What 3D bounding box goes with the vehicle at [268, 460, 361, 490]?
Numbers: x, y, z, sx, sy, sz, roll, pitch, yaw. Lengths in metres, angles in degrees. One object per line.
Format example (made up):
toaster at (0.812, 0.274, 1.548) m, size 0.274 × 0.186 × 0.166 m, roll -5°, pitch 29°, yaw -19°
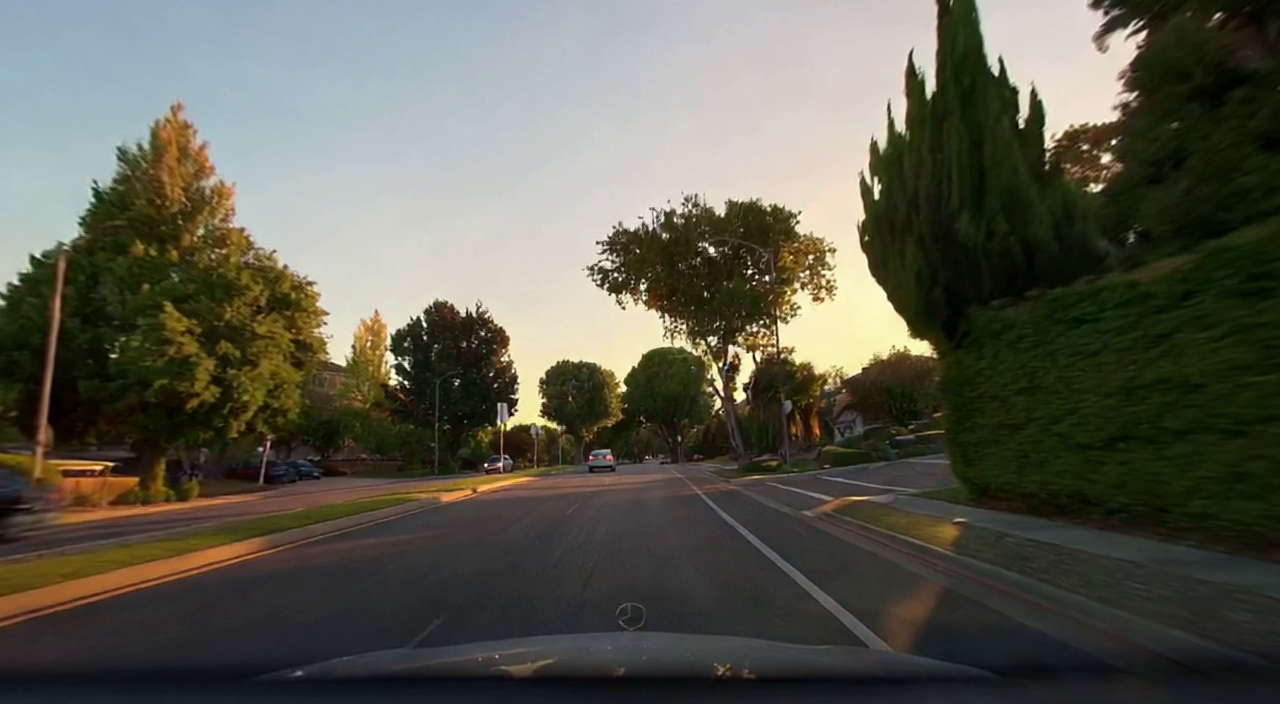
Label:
vehicle at (-19.538, 7.374, 37.956) m, size 4.553 × 1.681 × 1.931 m, roll -1°, pitch -8°, yaw 3°
